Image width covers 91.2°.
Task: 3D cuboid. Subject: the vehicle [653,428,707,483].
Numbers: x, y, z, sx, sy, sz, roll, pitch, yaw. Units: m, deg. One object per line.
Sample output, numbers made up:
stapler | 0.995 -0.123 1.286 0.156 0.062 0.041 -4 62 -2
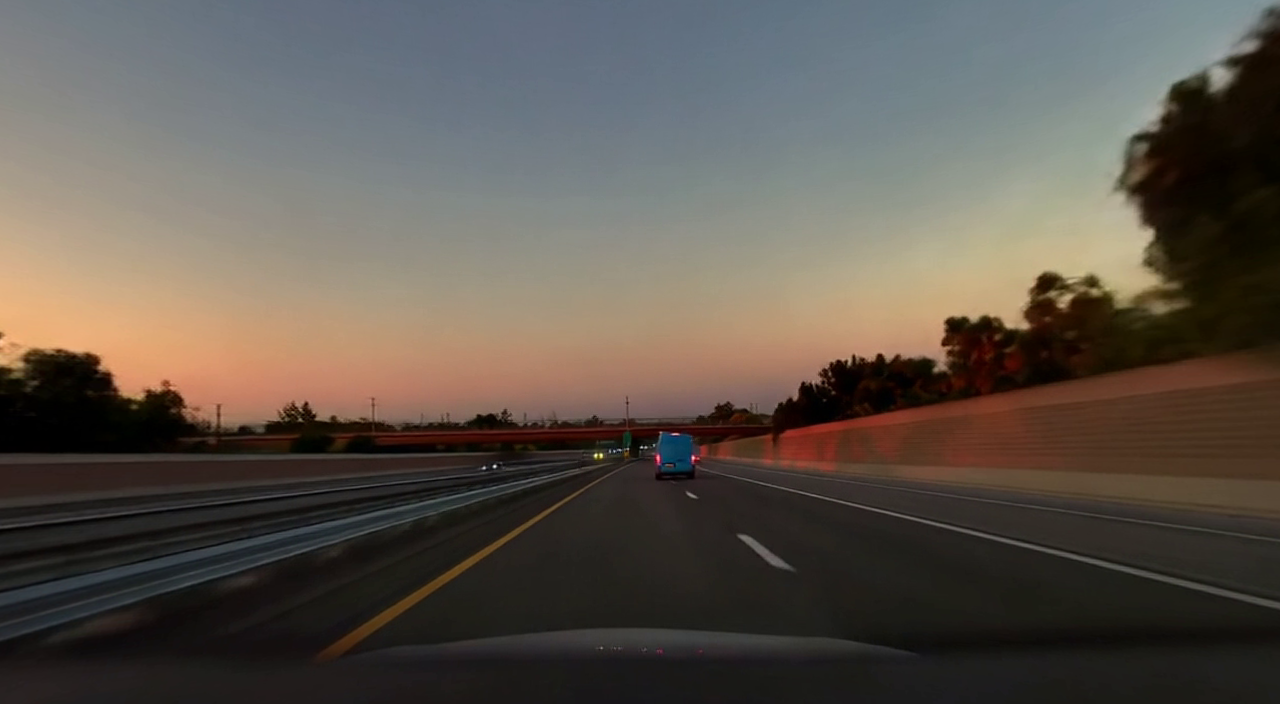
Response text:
vehicle | 1.969 5.396 32.899 2.560 2.598 5.581 0 -9 1
